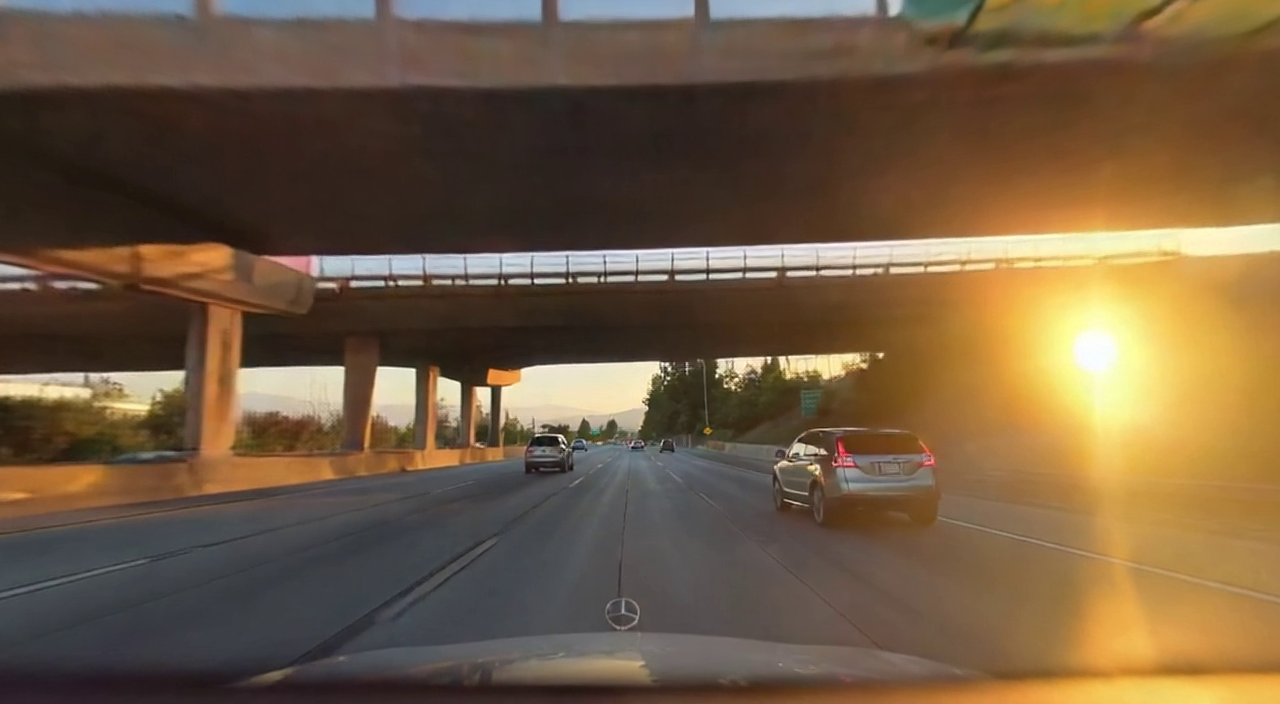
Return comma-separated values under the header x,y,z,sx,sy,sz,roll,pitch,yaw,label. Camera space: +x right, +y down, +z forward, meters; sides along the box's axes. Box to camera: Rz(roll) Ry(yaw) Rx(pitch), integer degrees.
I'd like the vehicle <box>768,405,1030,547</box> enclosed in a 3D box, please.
x,y,z,sx,sy,sz,roll,pitch,yaw,label
3.706,1.891,10.204,2.185,1.749,4.477,0,-9,-2,vehicle

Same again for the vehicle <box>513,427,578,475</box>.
x,y,z,sx,sy,sz,roll,pitch,yaw,label
-3.934,4.241,27.094,2.018,1.872,4.728,0,-9,0,vehicle
